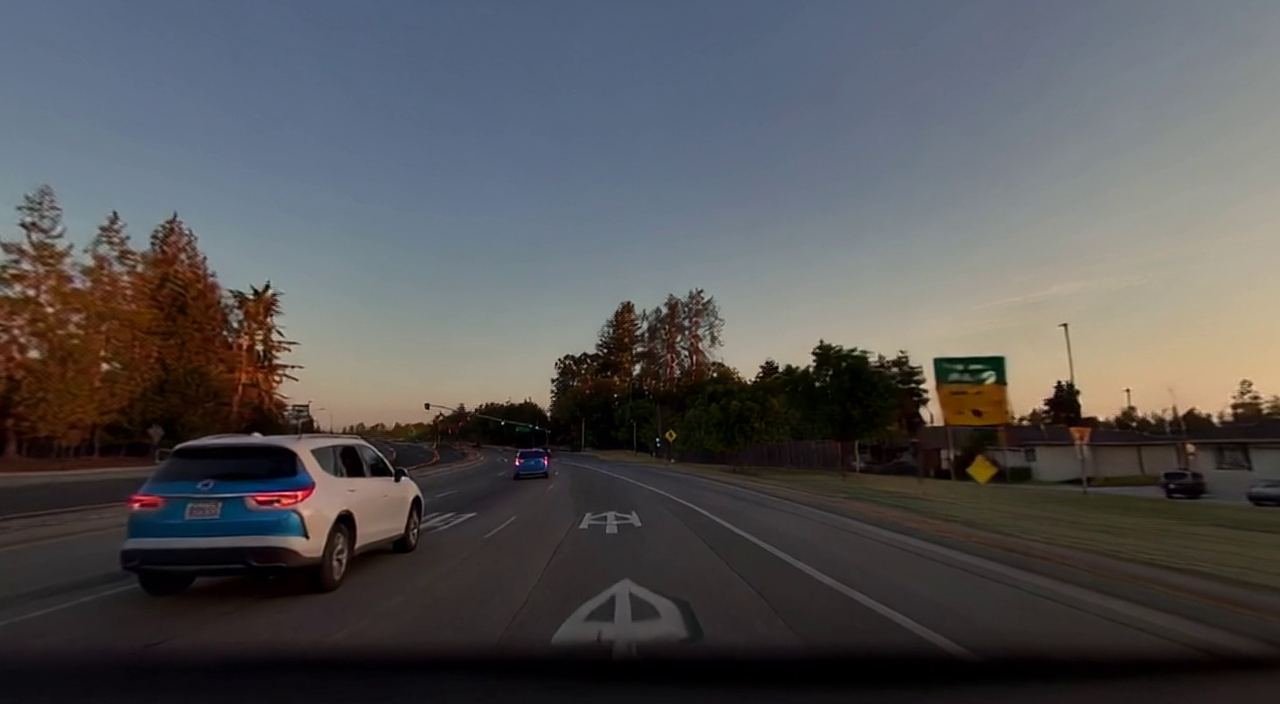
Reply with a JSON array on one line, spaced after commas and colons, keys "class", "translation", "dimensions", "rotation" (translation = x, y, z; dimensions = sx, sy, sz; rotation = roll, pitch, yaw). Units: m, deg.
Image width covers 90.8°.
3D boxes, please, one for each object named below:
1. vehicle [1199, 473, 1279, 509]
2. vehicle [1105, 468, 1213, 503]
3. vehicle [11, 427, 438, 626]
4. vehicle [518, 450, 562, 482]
[{"class": "vehicle", "translation": [33.311, 7.390, 33.599], "dimensions": [1.820, 1.626, 5.319], "rotation": [1, -9, -8]}, {"class": "vehicle", "translation": [32.497, 8.356, 39.786], "dimensions": [1.903, 1.807, 5.023], "rotation": [2, -8, -12]}, {"class": "vehicle", "translation": [-4.186, 1.786, 7.606], "dimensions": [2.098, 1.613, 4.606], "rotation": [0, -8, -2]}, {"class": "vehicle", "translation": [-5.018, 5.732, 32.125], "dimensions": [1.904, 1.476, 3.736], "rotation": [0, -8, -4]}]
